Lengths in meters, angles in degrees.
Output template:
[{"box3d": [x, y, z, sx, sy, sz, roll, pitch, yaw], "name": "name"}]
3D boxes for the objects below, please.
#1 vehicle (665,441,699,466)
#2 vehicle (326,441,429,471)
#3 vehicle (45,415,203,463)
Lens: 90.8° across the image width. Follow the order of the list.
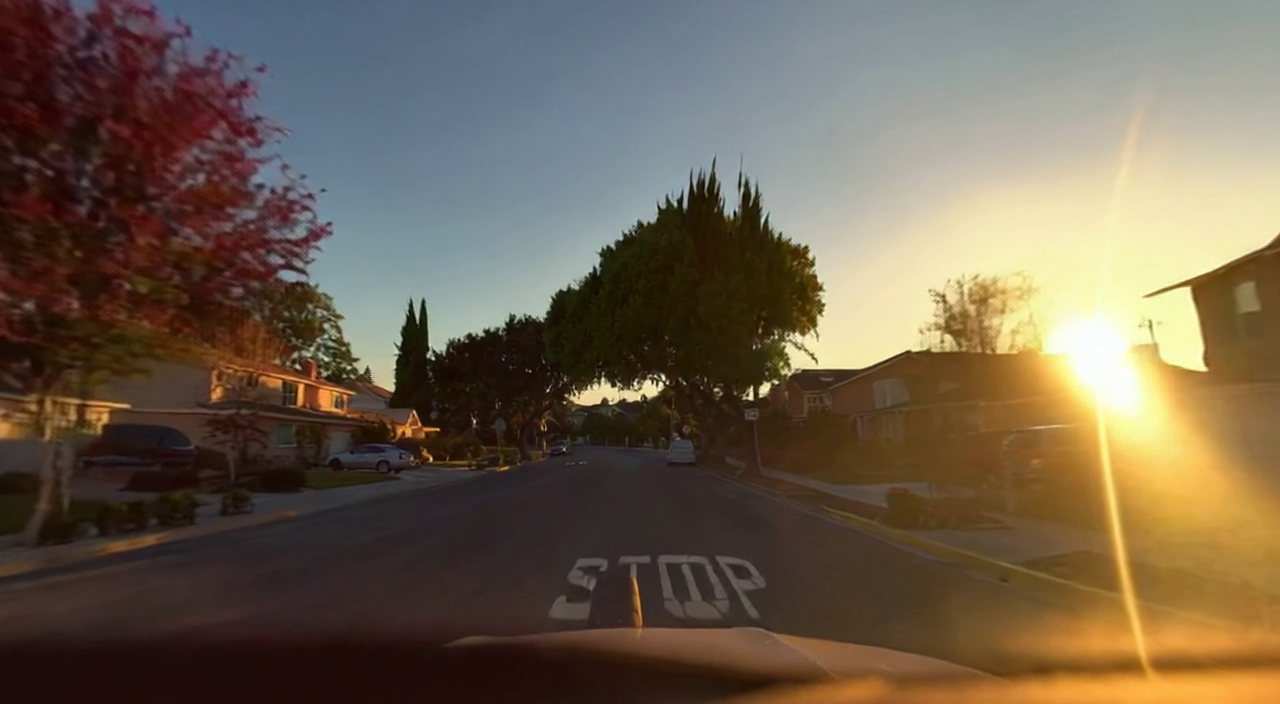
[{"box3d": [2.740, 6.706, 41.793, 1.975, 1.528, 4.000, 0, -8, 0], "name": "vehicle"}, {"box3d": [-13.722, 5.456, 33.259, 4.572, 1.522, 1.999, 1, -8, -5], "name": "vehicle"}, {"box3d": [-18.900, 3.221, 23.311, 4.093, 1.661, 1.765, 0, -8, -5], "name": "vehicle"}]
